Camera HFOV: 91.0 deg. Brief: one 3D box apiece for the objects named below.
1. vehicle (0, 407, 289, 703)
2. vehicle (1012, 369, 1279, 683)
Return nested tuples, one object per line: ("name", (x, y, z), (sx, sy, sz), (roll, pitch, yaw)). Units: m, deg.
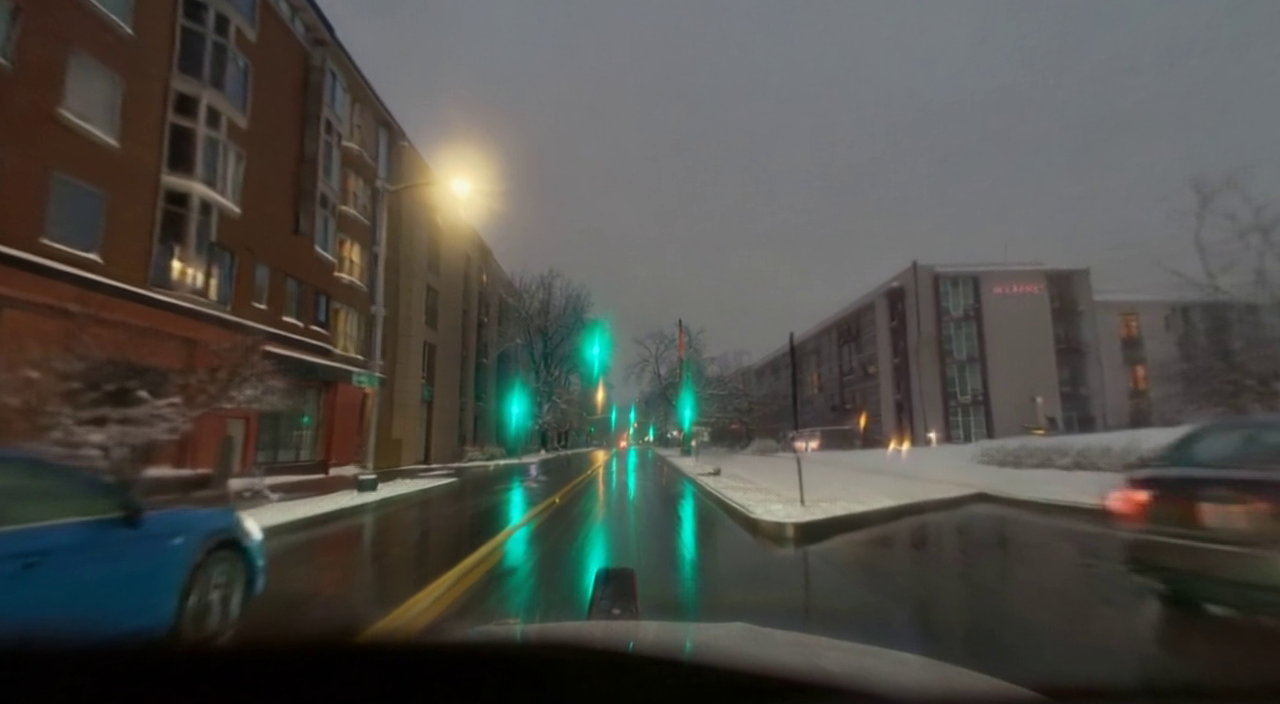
("vehicle", (-3.368, 0.869, 1.974), (1.898, 1.407, 4.652), (0, -8, -1))
("vehicle", (4.831, 0.989, 4.205), (4.033, 1.514, 1.974), (3, -9, -25))
